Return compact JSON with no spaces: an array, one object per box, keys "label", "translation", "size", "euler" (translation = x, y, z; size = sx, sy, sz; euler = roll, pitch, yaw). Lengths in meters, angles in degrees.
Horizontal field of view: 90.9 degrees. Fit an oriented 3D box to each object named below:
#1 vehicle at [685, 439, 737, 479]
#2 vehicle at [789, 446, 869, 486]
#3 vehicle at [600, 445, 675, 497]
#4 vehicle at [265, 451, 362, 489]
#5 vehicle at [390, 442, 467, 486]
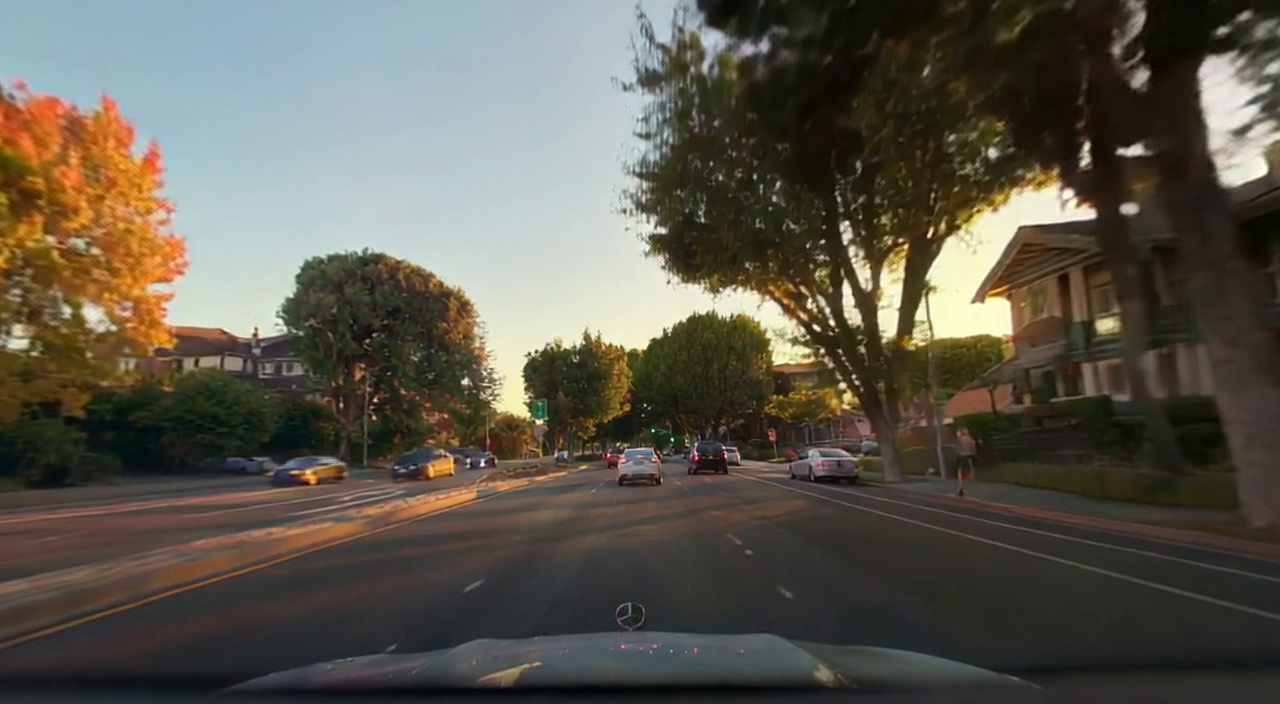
[{"label":"vehicle","translation":[3.405,5.218,31.053],"size":[2.073,1.822,4.276],"euler":[0,-9,0]},{"label":"vehicle","translation":[7.760,4.697,26.338],"size":[1.980,1.497,4.345],"euler":[0,-9,0]},{"label":"vehicle","translation":[-0.044,3.712,20.110],"size":[2.140,1.474,4.026],"euler":[0,-9,1]},{"label":"vehicle","translation":[-14.489,5.233,28.293],"size":[1.926,1.480,4.337],"euler":[0,-9,1]},{"label":"vehicle","translation":[-9.453,5.014,28.610],"size":[2.090,1.785,4.692],"euler":[0,-9,-4]}]
